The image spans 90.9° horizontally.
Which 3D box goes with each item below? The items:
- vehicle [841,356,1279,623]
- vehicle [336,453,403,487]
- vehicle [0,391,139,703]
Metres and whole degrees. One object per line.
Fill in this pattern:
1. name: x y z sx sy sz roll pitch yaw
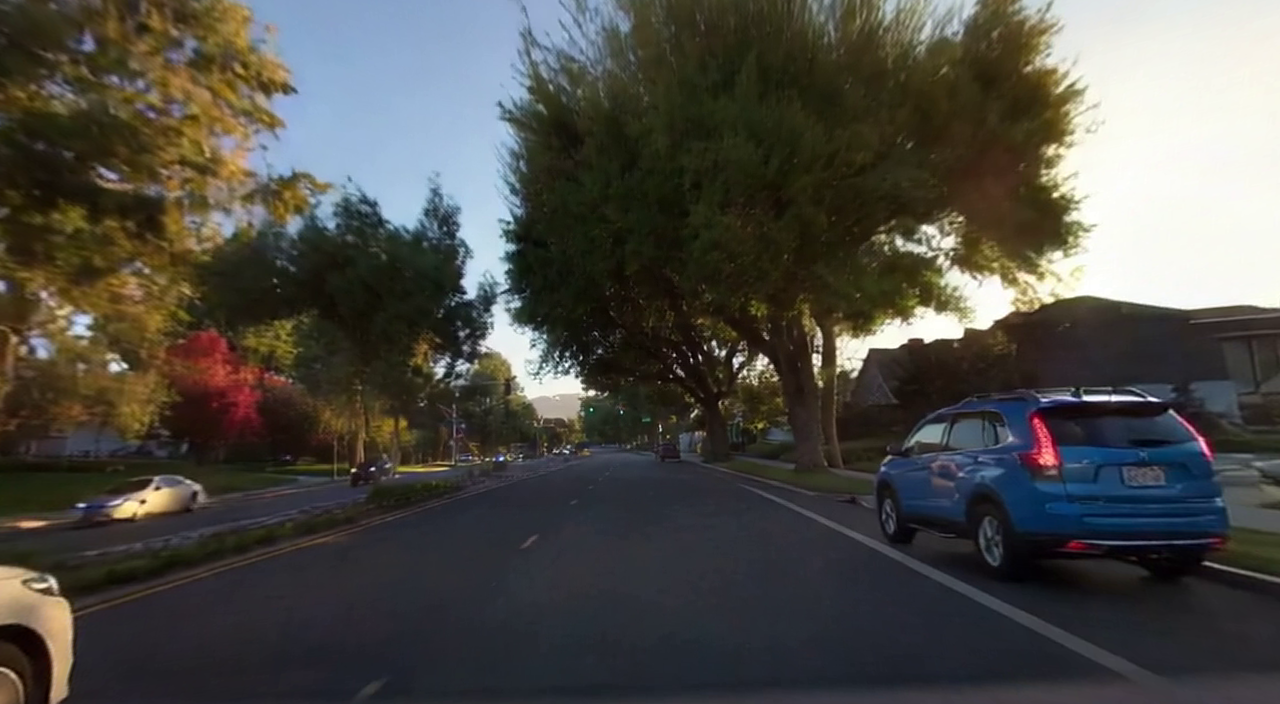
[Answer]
1. vehicle: 4.476 1.475 7.761 2.338 2.063 5.592 -1 -9 2
2. vehicle: -15.083 6.579 35.430 2.077 1.704 4.602 1 -9 -6
3. vehicle: -3.724 0.763 1.033 2.058 1.659 4.514 0 -9 0
